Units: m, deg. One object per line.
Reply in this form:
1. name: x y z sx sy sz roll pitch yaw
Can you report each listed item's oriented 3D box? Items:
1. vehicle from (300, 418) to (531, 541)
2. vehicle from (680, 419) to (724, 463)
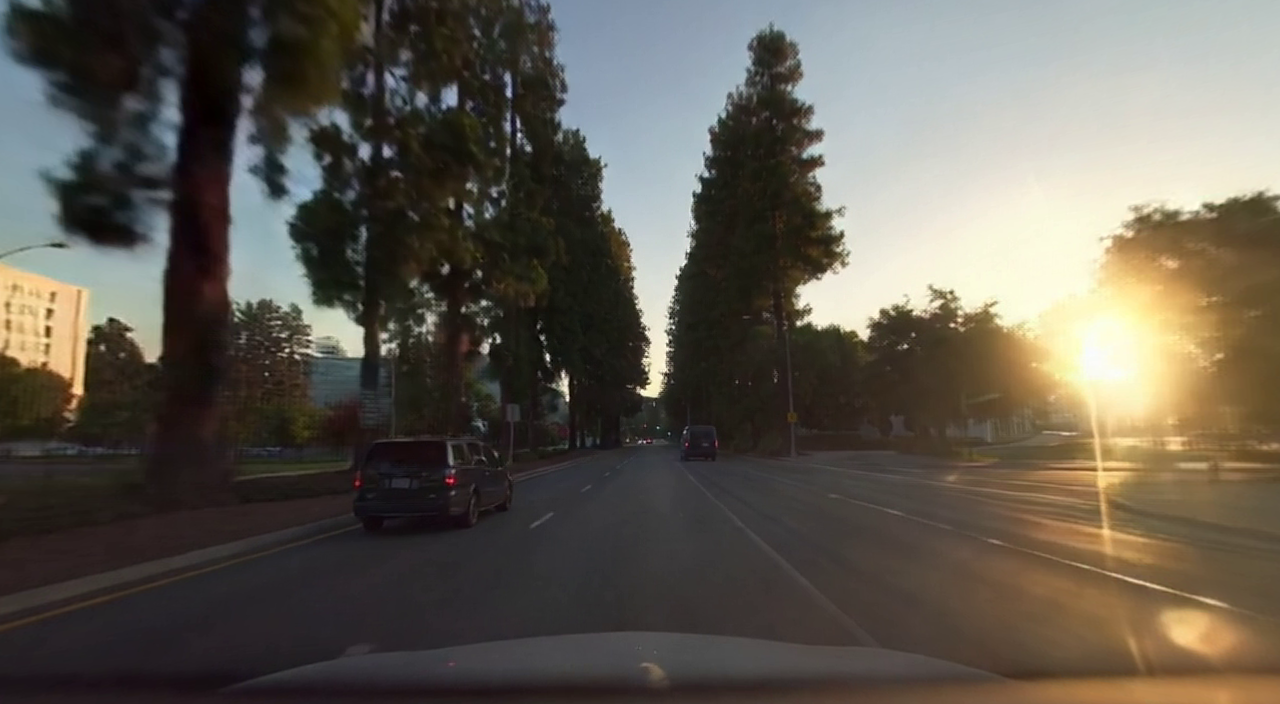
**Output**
1. vehicle: -3.377 2.024 10.668 2.129 1.602 4.532 0 -8 2
2. vehicle: 3.958 5.863 41.284 2.349 2.671 5.744 0 -8 0
